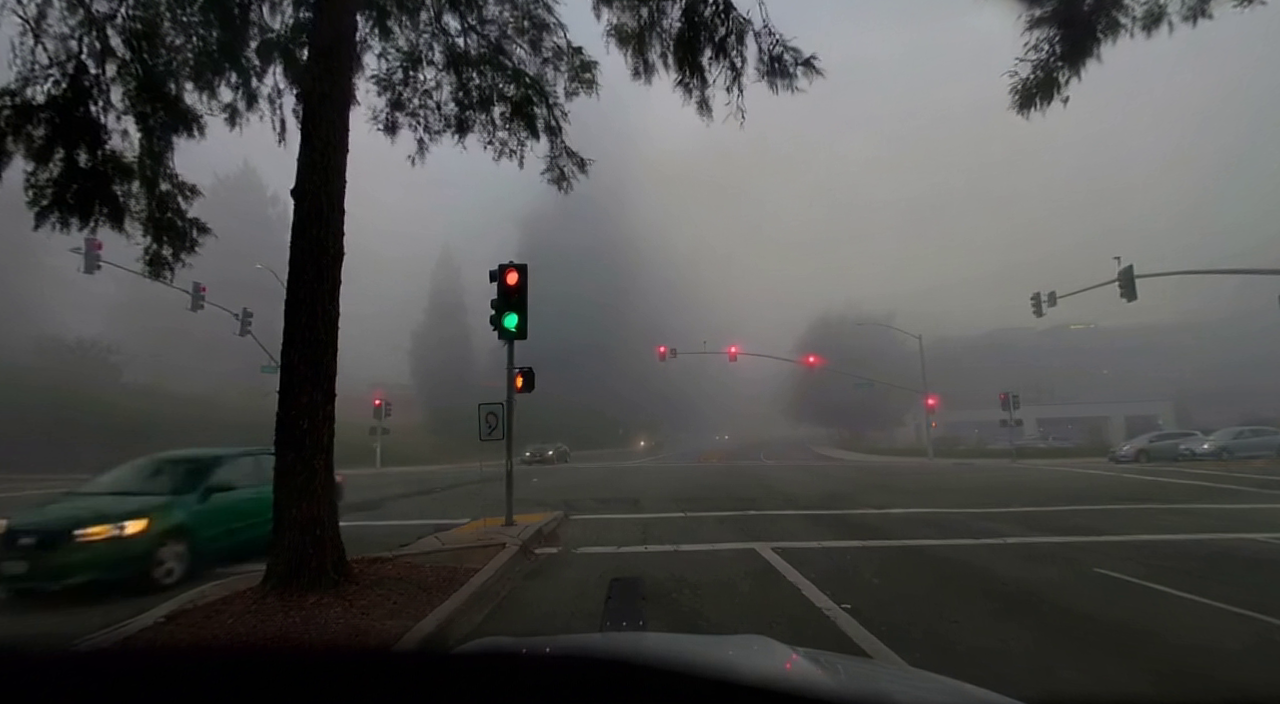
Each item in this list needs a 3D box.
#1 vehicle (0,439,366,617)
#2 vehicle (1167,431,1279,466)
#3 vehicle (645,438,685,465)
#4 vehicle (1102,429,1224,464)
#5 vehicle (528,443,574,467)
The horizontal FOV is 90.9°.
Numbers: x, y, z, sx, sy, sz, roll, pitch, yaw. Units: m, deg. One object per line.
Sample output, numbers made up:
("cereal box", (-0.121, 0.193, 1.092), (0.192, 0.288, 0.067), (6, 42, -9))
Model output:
("vehicle", (-5.427, 1.821, 7.673), (2.016, 1.474, 4.634), (0, -8, 1))
("vehicle", (26.314, 4.243, 27.869), (4.644, 1.470, 1.922), (1, -8, -10))
("vehicle", (1.753, 6.773, 43.257), (2.197, 1.739, 4.177), (-2, -8, 10))
("vehicle", (25.930, 4.678, 31.344), (4.441, 1.674, 2.035), (1, -8, -8))
("vehicle", (-5.716, 6.638, 40.832), (1.877, 1.481, 3.853), (-2, -8, 9))
